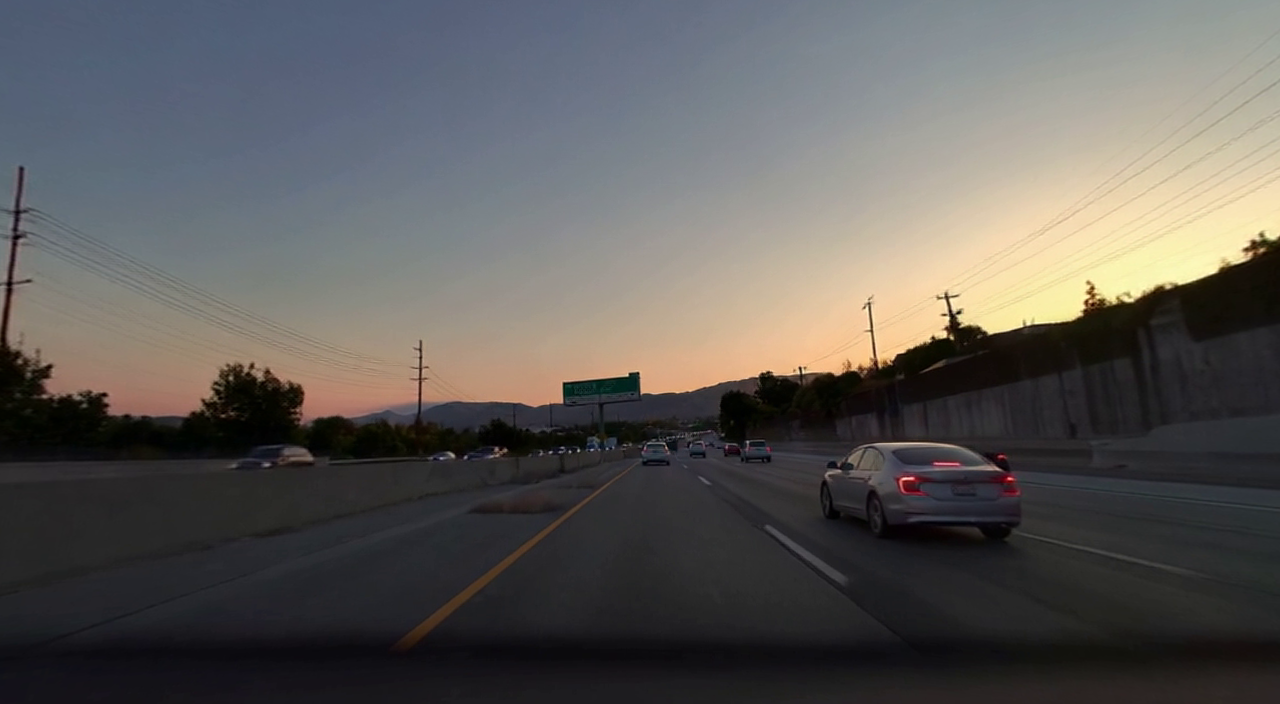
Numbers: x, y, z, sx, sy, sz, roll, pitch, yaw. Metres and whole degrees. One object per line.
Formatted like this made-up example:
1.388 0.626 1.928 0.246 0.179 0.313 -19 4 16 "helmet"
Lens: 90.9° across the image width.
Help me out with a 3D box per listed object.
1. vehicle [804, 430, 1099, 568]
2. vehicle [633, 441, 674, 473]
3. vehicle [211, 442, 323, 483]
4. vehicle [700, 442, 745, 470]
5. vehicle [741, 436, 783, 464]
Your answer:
3.956 1.922 9.094 1.986 1.478 4.429 0 -8 0 "vehicle"
0.717 5.595 33.803 2.042 1.581 3.769 0 -8 1 "vehicle"
-16.896 4.999 28.946 2.048 1.727 4.903 0 -8 2 "vehicle"
4.570 5.833 35.464 1.936 1.465 4.060 0 -8 0 "vehicle"
8.439 6.853 44.164 2.041 1.821 4.562 0 -8 0 "vehicle"
